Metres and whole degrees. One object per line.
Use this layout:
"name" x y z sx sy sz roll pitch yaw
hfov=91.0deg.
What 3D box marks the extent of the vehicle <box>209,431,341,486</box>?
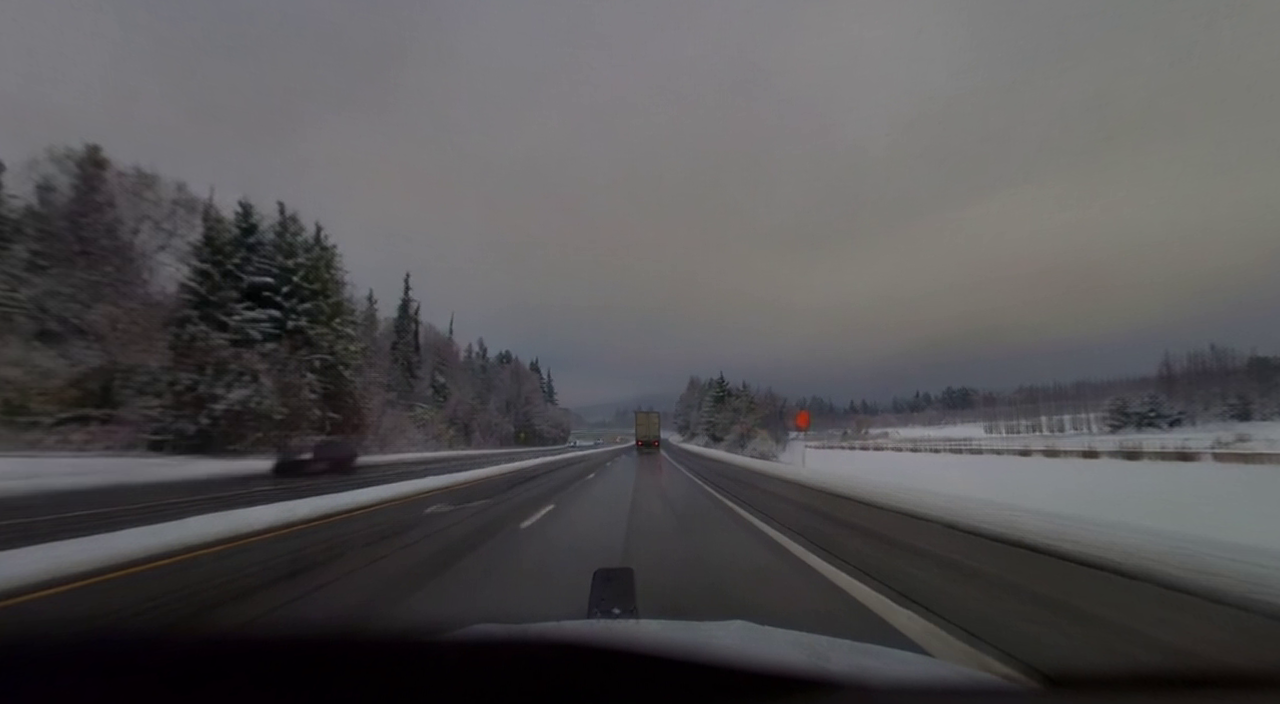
"vehicle" -13.504 3.940 23.717 2.196 1.819 4.662 0 -8 -1
